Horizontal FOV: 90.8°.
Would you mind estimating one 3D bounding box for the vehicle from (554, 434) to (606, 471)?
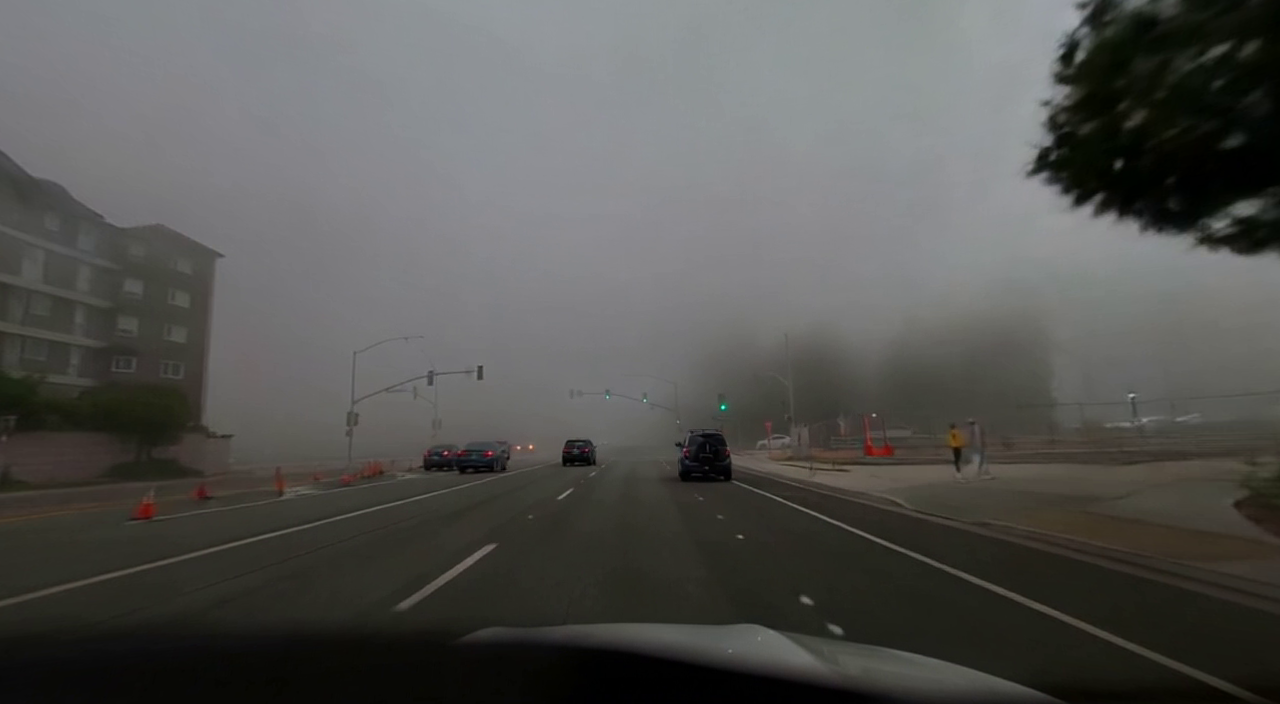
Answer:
[{"bbox_3d":[-2.887,4.948,31.251,2.121,1.654,3.993,0,-8,1],"label":"vehicle"}]

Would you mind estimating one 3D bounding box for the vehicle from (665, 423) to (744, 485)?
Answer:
[{"bbox_3d":[2.015,3.370,21.017,2.197,1.835,4.316,0,-8,0],"label":"vehicle"}]

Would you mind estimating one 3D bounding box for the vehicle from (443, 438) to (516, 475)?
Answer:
[{"bbox_3d":[-7.043,4.641,28.234,1.928,1.488,4.635,0,-8,2],"label":"vehicle"}]

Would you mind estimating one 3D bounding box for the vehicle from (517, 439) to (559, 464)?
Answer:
[{"bbox_3d":[-6.541,6.453,41.070,1.993,1.492,3.666,0,-8,2],"label":"vehicle"}]
